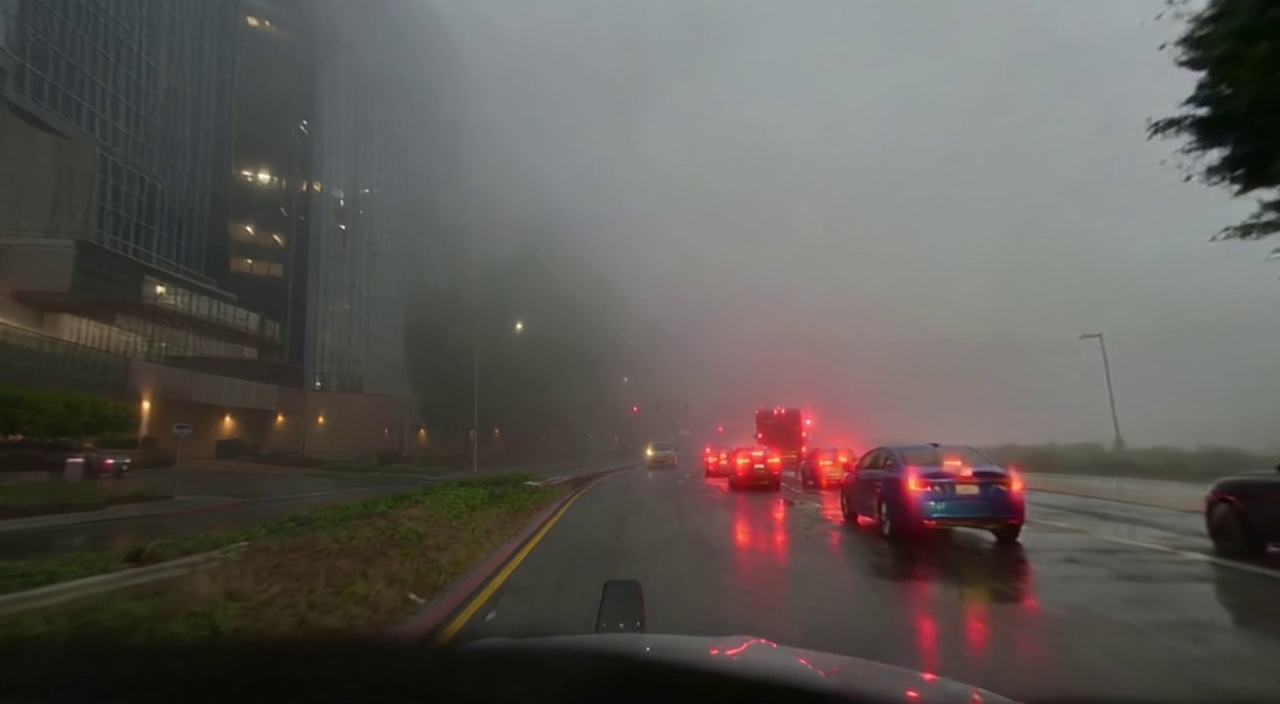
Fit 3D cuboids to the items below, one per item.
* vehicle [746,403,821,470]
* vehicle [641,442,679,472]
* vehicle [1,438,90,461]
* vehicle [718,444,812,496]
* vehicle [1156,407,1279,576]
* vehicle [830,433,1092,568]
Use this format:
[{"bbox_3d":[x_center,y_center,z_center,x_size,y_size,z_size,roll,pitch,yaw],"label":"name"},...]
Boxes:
[{"bbox_3d":[8.999,5.622,41.375,3.128,3.616,13.736,-1,-8,6],"label":"vehicle"},{"bbox_3d":[1.268,6.395,38.526,2.121,1.728,4.161,-1,-8,4],"label":"vehicle"},{"bbox_3d":[-45.618,7.452,48.351,4.600,1.700,1.957,1,-8,-5],"label":"vehicle"},{"bbox_3d":[4.043,3.878,21.162,2.183,1.553,3.923,0,-8,-3],"label":"vehicle"},{"bbox_3d":[7.777,1.289,5.451,2.138,1.738,5.088,0,-8,-3],"label":"vehicle"},{"bbox_3d":[4.634,2.167,10.182,2.089,1.609,4.922,-1,-8,6],"label":"vehicle"}]
